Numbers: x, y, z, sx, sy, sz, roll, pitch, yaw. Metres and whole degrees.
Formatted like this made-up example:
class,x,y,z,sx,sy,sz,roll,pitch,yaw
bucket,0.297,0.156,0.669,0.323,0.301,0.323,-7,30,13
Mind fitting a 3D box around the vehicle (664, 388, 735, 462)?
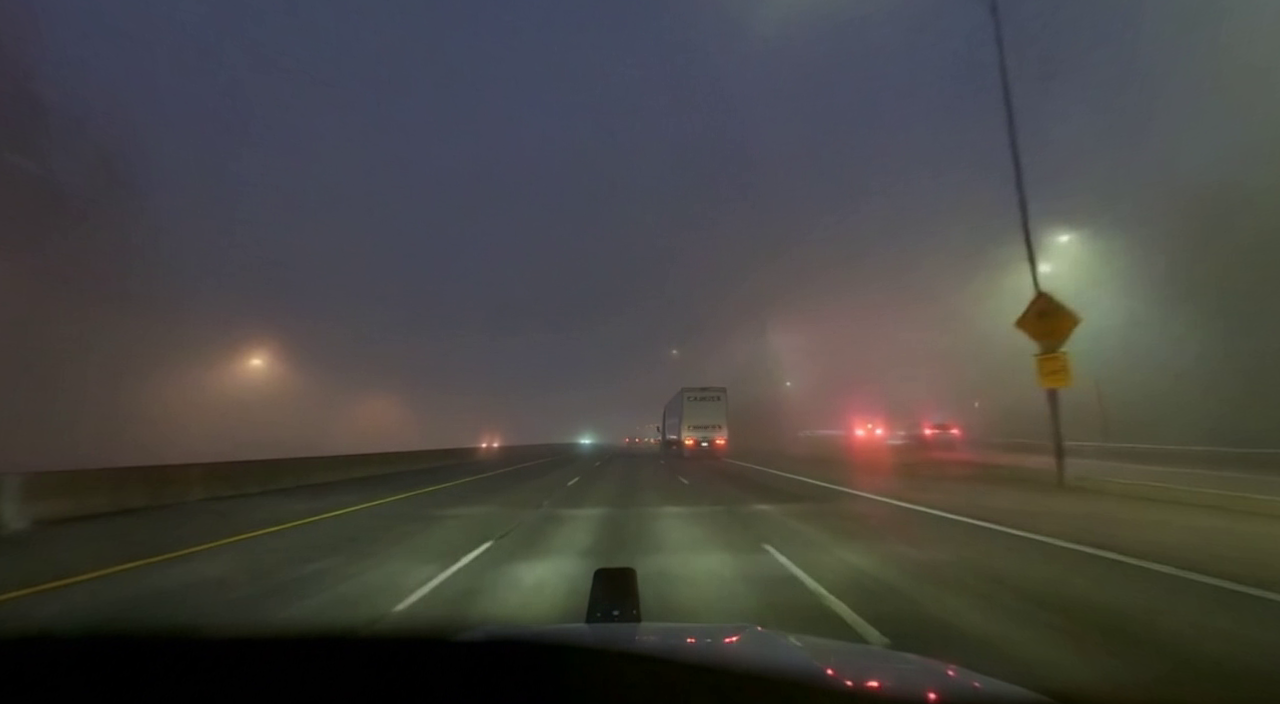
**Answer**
class,x,y,z,sx,sy,sz,roll,pitch,yaw
vehicle,3.593,5.058,42.107,2.976,4.064,14.619,0,-8,-1
